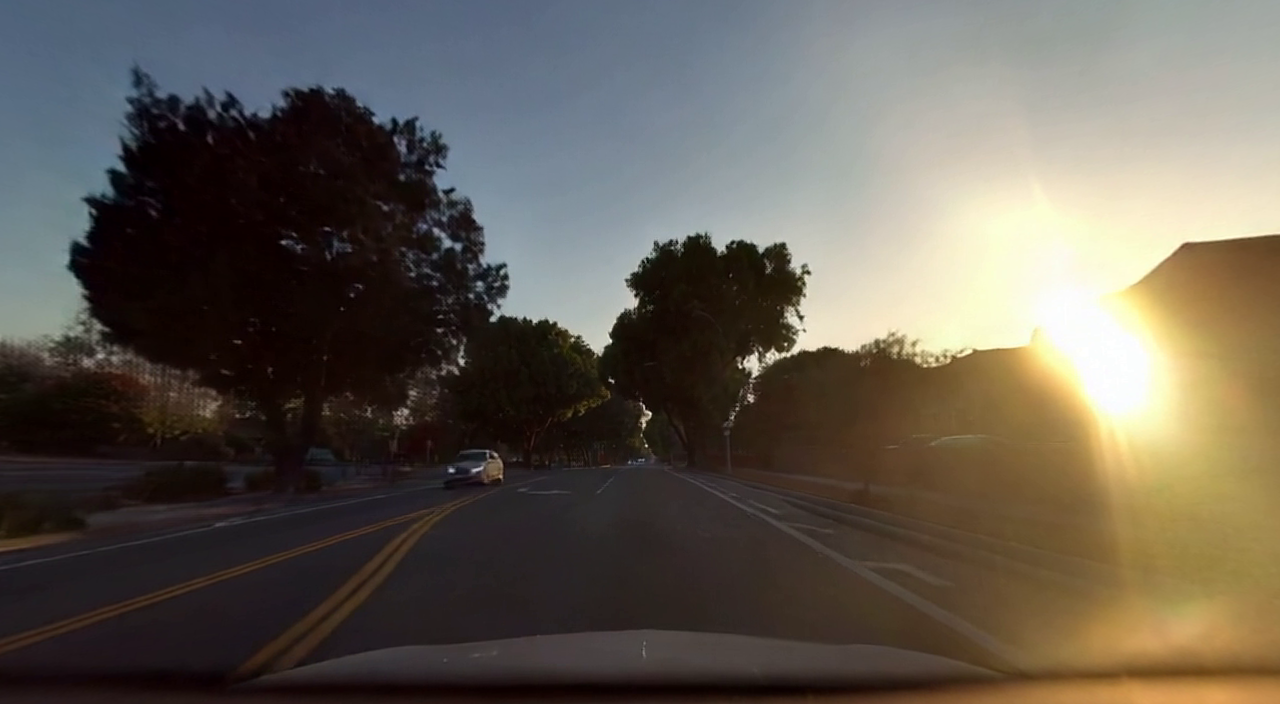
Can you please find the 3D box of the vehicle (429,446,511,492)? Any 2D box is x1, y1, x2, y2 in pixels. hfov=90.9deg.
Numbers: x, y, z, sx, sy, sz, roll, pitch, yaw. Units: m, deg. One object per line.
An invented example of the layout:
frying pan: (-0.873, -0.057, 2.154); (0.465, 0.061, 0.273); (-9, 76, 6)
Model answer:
vehicle: (-6.538, 4.509, 24.731); (2.095, 1.603, 3.980); (0, -8, 0)
